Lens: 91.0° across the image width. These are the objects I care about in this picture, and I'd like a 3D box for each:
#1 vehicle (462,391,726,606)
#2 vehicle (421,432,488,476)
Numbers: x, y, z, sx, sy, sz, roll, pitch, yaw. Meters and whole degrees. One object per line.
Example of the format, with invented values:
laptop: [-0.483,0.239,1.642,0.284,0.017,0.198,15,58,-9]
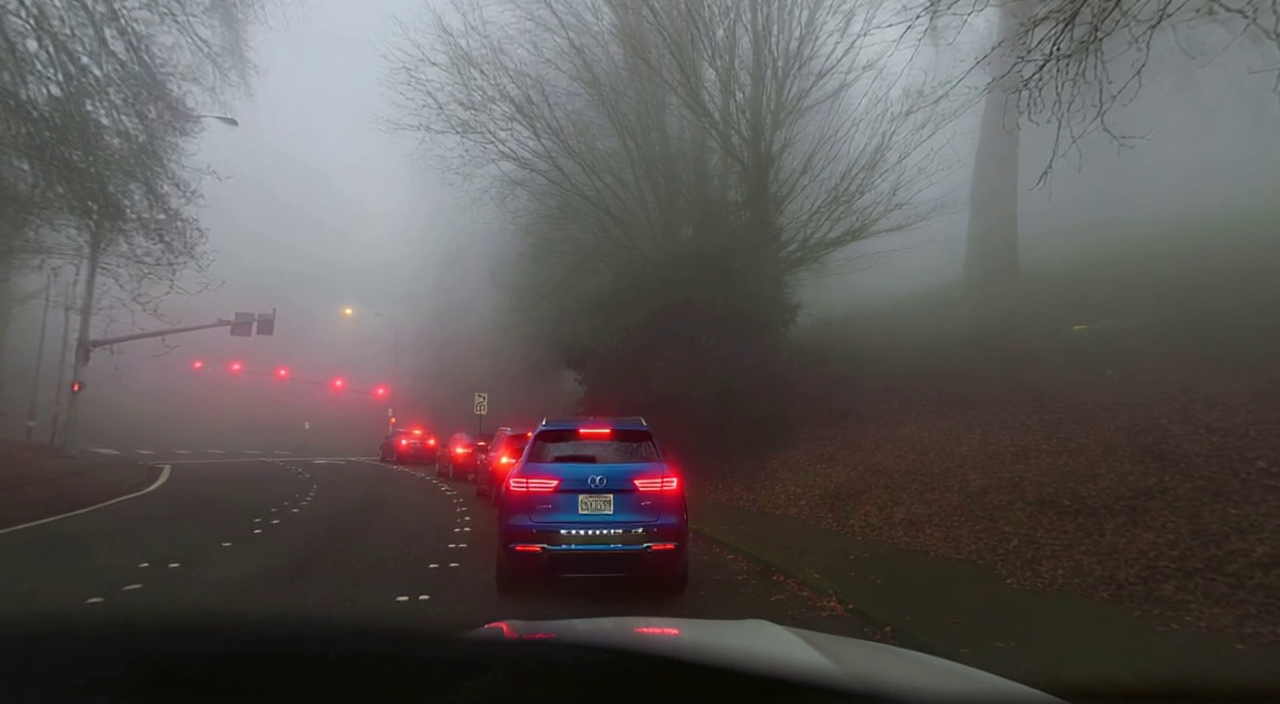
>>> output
vehicle: [-0.679,1.459,7.199,2.134,1.671,4.147,1,-8,-10]
vehicle: [-7.286,3.923,24.490,1.902,1.536,3.662,4,-9,-25]
